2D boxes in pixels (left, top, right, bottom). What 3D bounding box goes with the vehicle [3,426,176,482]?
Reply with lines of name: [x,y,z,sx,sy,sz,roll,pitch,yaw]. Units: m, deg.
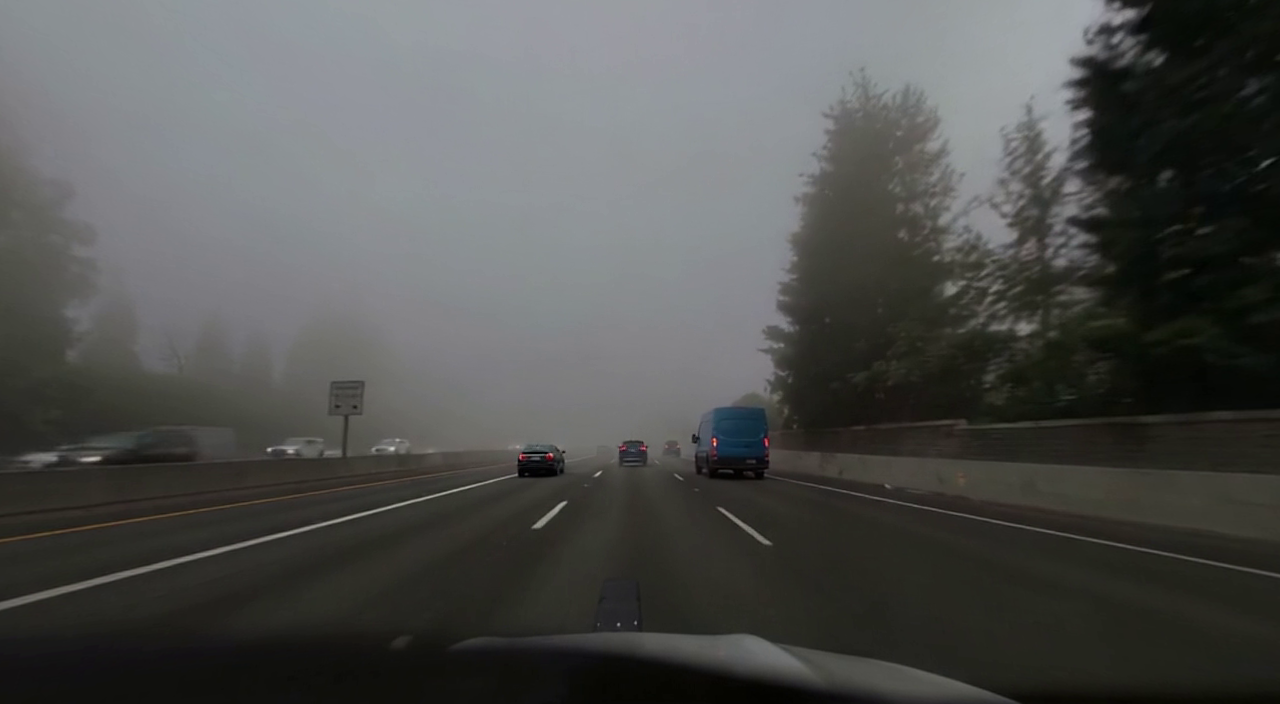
vehicle: [-16.917,3.159,19.714,2.134,1.538,3.622,0,-8,-1]

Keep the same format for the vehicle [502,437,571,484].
vehicle: [-4.026,4.291,25.307,2.023,1.709,4.263,0,-8,0]

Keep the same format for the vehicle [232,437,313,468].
vehicle: [-21.095,5.781,36.513,2.081,1.661,4.457,0,-8,-1]

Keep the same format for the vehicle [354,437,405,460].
vehicle: [-17.407,6.464,42.413,1.932,1.435,3.510,0,-9,-1]

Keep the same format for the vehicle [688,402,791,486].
vehicle: [3.493,3.483,23.854,2.631,2.709,6.496,0,-9,-2]

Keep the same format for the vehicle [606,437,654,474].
vehicle: [-0.533,5.361,32.886,2.297,1.783,4.355,0,-9,-1]
